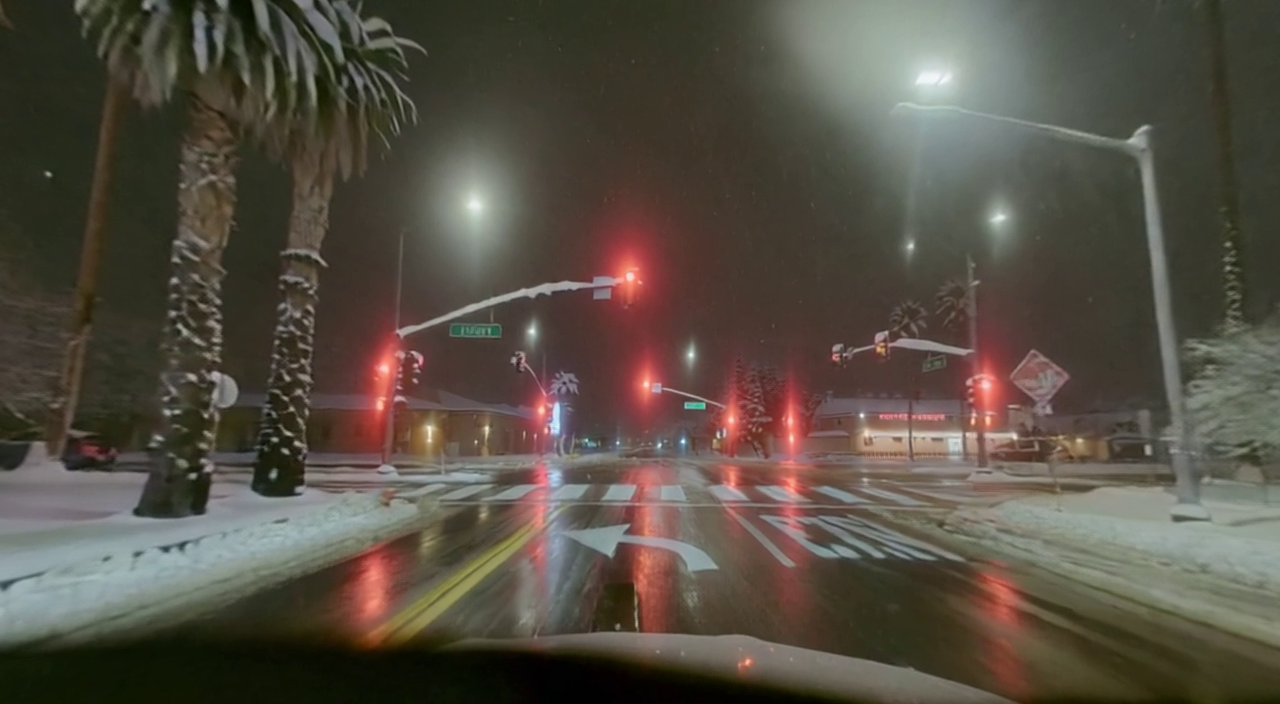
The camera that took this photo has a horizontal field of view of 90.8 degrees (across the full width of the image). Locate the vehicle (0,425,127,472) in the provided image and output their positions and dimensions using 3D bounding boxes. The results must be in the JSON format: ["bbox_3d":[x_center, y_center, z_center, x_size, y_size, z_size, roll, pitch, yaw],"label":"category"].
[{"bbox_3d":[-22.225,3.595,23.538,4.350,1.624,2.023,0,-9,-2],"label":"vehicle"}]
